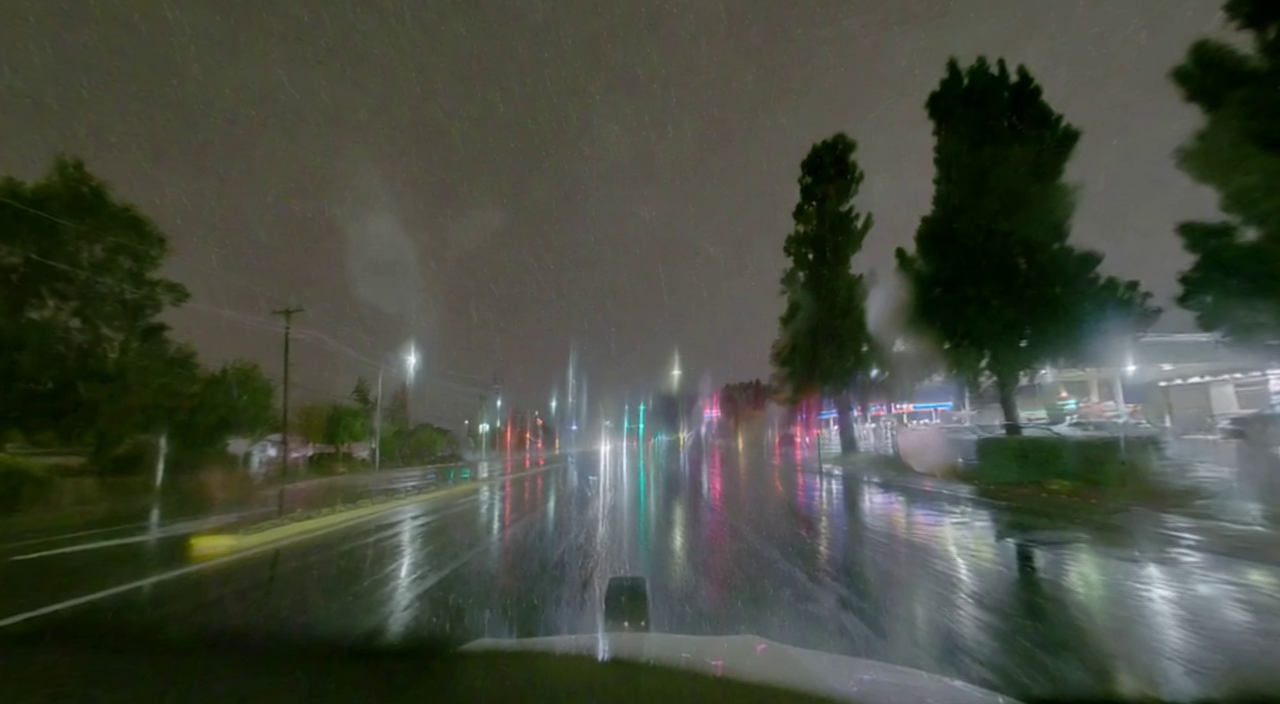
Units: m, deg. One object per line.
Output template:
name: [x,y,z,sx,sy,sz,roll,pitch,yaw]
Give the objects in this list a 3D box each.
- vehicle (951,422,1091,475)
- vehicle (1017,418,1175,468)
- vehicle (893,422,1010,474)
vehicle: [12.115,3.116,20.448,1.812,1.517,4.424,0,-8,1]
vehicle: [15.081,3.072,21.260,1.804,1.483,4.690,0,-8,-1]
vehicle: [12.408,3.876,25.614,1.983,1.727,5.085,-4,-8,-1]
